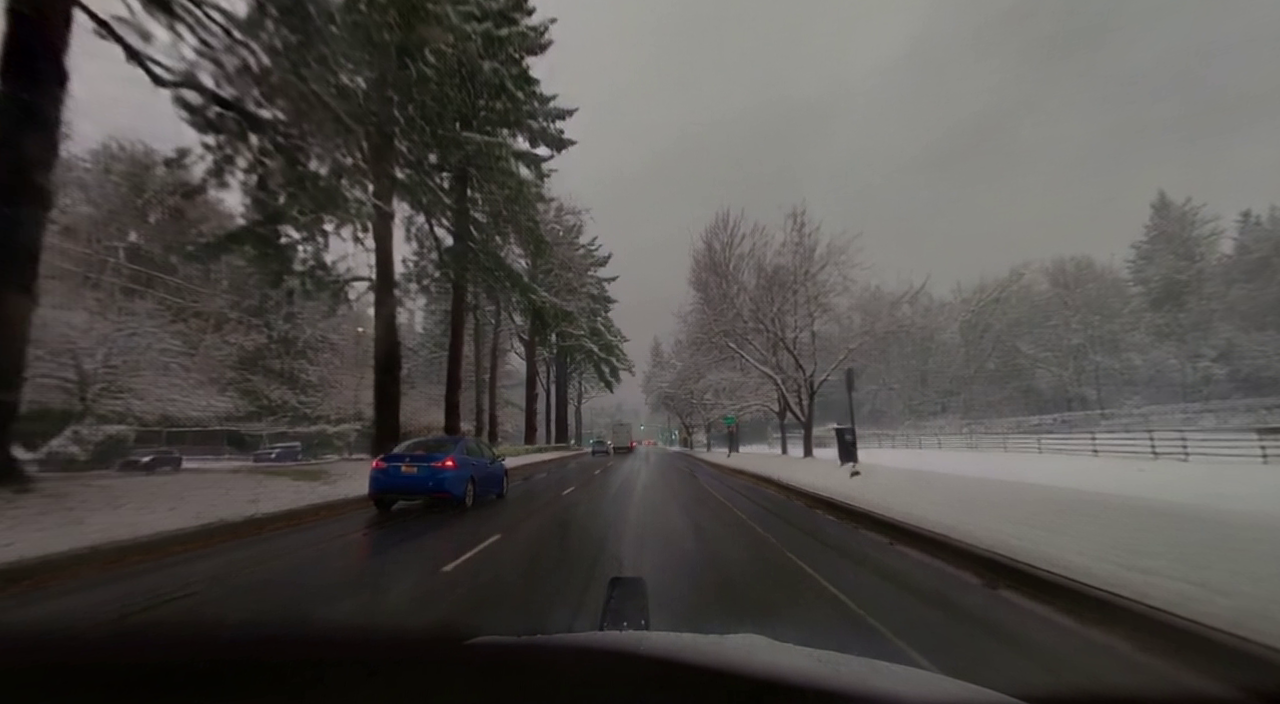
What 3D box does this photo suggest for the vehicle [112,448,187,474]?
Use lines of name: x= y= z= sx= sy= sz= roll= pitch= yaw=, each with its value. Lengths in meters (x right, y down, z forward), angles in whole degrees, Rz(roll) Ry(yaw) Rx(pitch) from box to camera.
vehicle: x=-31.859 y=7.060 z=41.066 sx=1.811 sy=1.550 sz=3.710 roll=0 pitch=-8 yaw=0

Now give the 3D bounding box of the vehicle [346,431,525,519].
vehicle: x=-3.869 y=2.399 z=12.901 sx=2.033 sy=1.454 sz=4.512 roll=0 pitch=-8 yaw=2

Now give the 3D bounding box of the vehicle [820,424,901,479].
vehicle: x=7.243 y=3.285 z=20.985 sx=1.594 sy=1.688 sz=2.861 roll=0 pitch=-8 yaw=0
